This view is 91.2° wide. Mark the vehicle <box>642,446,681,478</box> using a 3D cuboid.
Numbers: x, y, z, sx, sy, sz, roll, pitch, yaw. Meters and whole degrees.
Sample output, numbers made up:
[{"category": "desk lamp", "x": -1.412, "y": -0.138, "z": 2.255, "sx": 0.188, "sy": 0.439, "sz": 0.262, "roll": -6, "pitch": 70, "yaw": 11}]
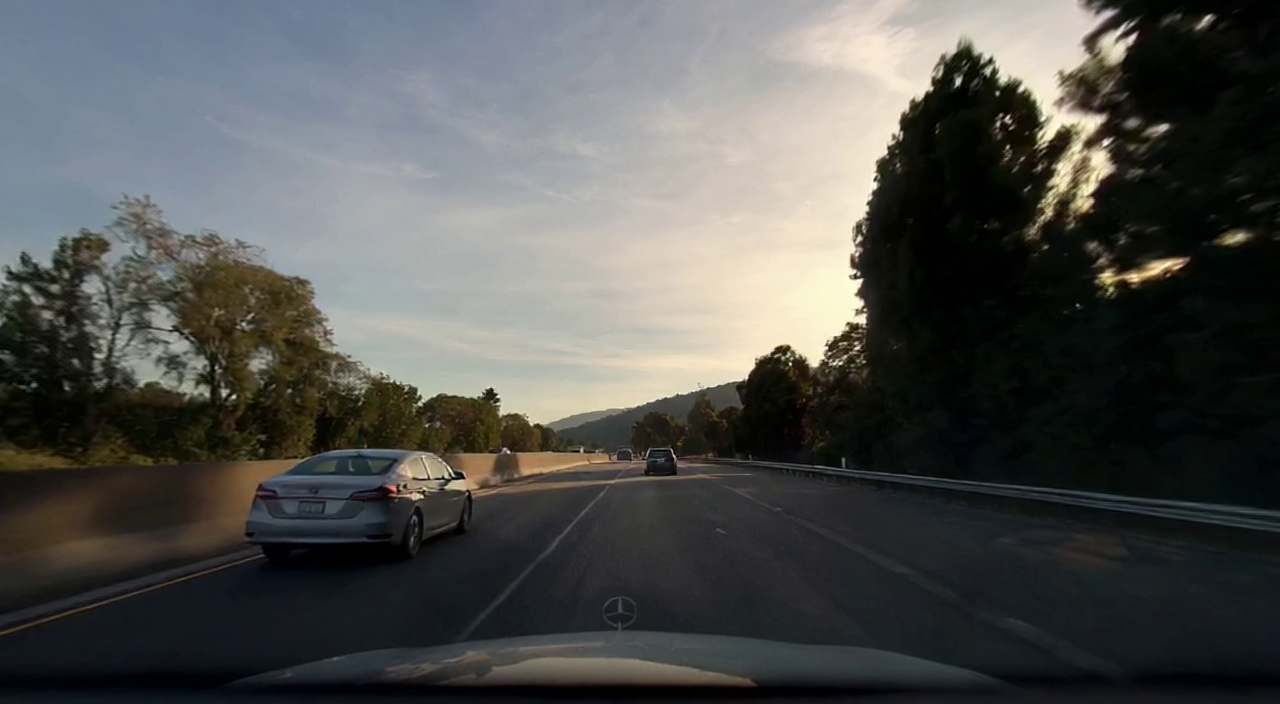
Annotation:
[{"category": "vehicle", "x": 1.084, "y": 5.787, "z": 33.065, "sx": 1.910, "sy": 1.554, "sz": 3.718, "roll": 0, "pitch": -9, "yaw": 0}]

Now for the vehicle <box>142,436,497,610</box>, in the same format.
[{"category": "vehicle", "x": -3.251, "y": 1.807, "z": 7.556, "sx": 2.013, "sy": 1.479, "sz": 4.169, "roll": 0, "pitch": -9, "yaw": 1}]
